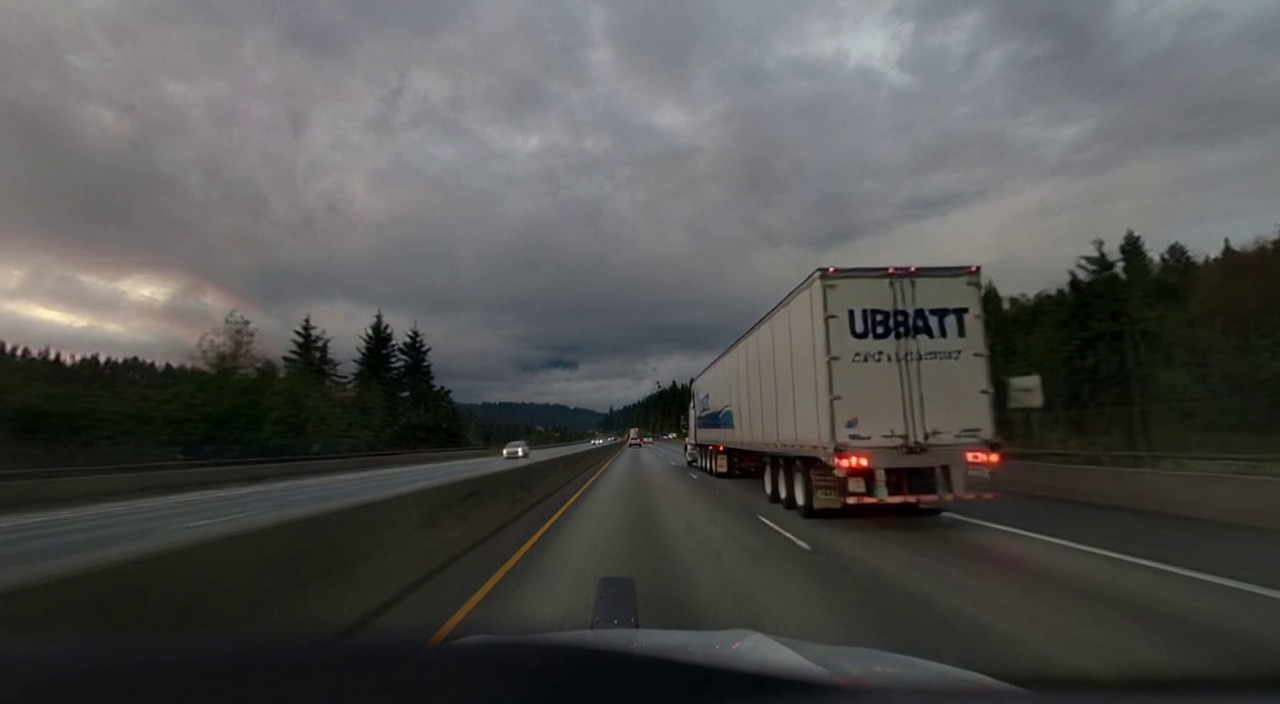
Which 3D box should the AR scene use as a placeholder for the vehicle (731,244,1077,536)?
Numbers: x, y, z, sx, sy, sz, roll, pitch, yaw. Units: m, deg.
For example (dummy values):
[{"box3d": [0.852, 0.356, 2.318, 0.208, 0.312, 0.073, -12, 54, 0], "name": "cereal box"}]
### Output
[{"box3d": [4.021, 1.017, 12.441, 3.006, 3.850, 8.310, 0, -8, -1], "name": "vehicle"}]
